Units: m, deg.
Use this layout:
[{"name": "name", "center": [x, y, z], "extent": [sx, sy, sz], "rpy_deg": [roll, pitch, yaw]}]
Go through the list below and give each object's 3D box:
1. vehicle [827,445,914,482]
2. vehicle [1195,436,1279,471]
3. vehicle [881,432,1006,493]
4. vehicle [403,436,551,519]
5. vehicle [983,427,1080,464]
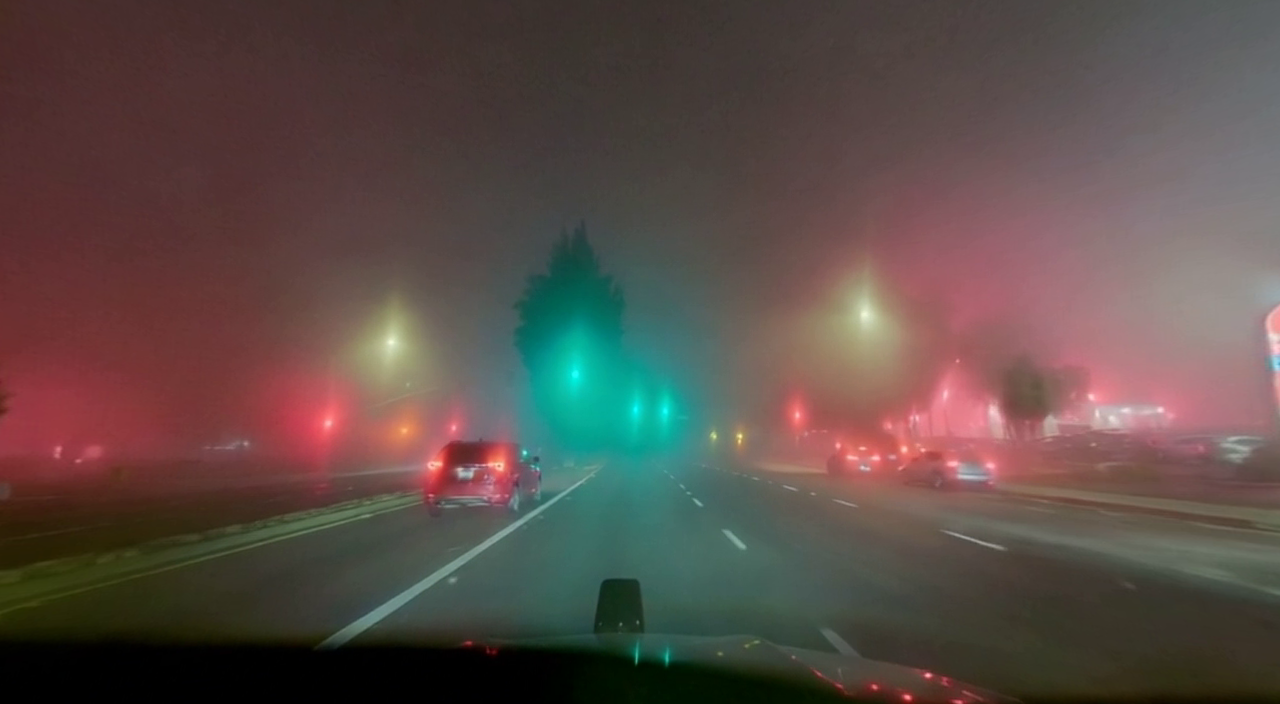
[{"name": "vehicle", "center": [10.158, 4.928, 28.258], "extent": [1.987, 1.487, 4.753], "rpy_deg": [0, -8, -2]}, {"name": "vehicle", "center": [28.878, 4.703, 29.463], "extent": [1.891, 1.504, 4.551], "rpy_deg": [0, -8, 1]}, {"name": "vehicle", "center": [10.337, 3.776, 22.026], "extent": [1.998, 1.862, 4.658], "rpy_deg": [0, -8, 0]}, {"name": "vehicle", "center": [-3.202, 2.538, 13.335], "extent": [2.185, 1.473, 3.925], "rpy_deg": [0, -8, -2]}, {"name": "vehicle", "center": [26.766, 6.434, 43.642], "extent": [2.320, 2.321, 7.026], "rpy_deg": [0, -8, 1]}]
